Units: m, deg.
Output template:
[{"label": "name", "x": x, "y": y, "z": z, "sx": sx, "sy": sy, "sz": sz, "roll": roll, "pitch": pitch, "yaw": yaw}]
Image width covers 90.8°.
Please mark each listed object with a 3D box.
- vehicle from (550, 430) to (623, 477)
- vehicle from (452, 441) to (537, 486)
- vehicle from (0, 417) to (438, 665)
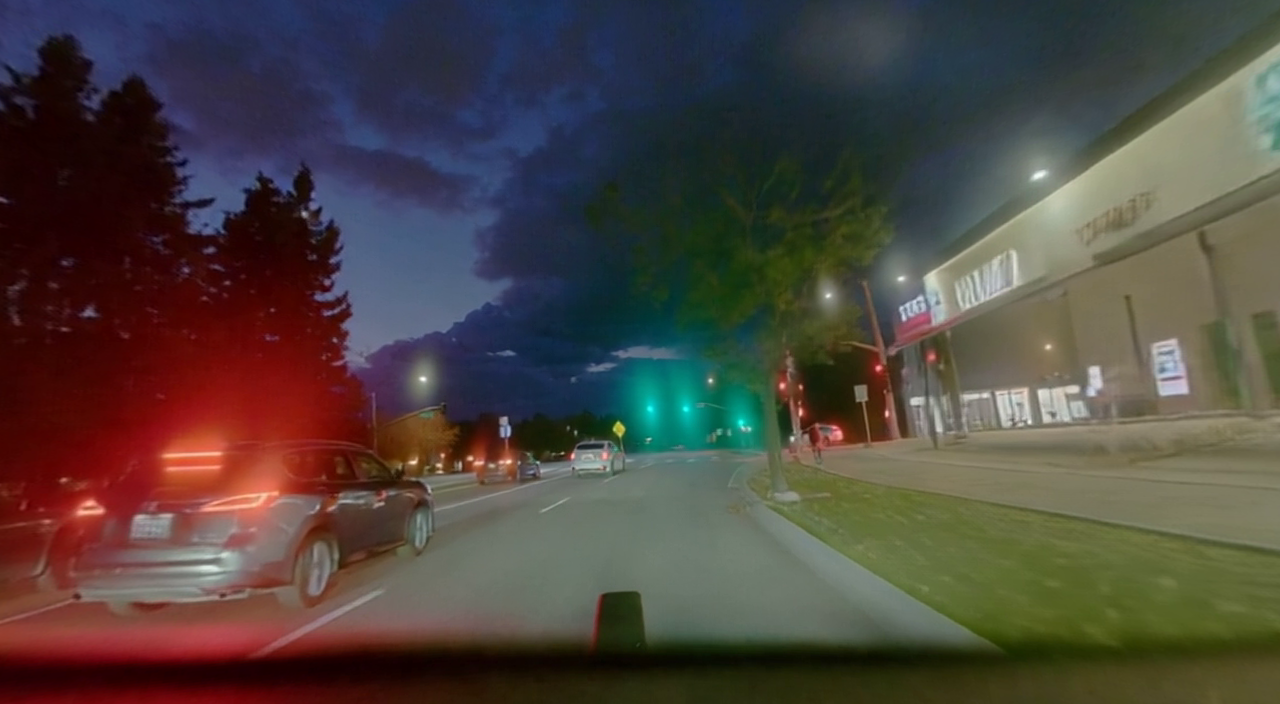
[{"label": "vehicle", "x": -2.143, "y": 4.294, "z": 26.929, "sx": 2.167, "sy": 1.832, "sz": 4.679, "roll": -1, "pitch": -8, "yaw": 7}, {"label": "vehicle", "x": -6.154, "y": 4.765, "z": 27.403, "sx": 2.160, "sy": 1.779, "sz": 4.549, "roll": -1, "pitch": -8, "yaw": 7}, {"label": "vehicle", "x": -3.892, "y": 1.614, "z": 6.616, "sx": 2.002, "sy": 1.664, "sz": 4.113, "roll": -4, "pitch": -7, "yaw": 3}]
